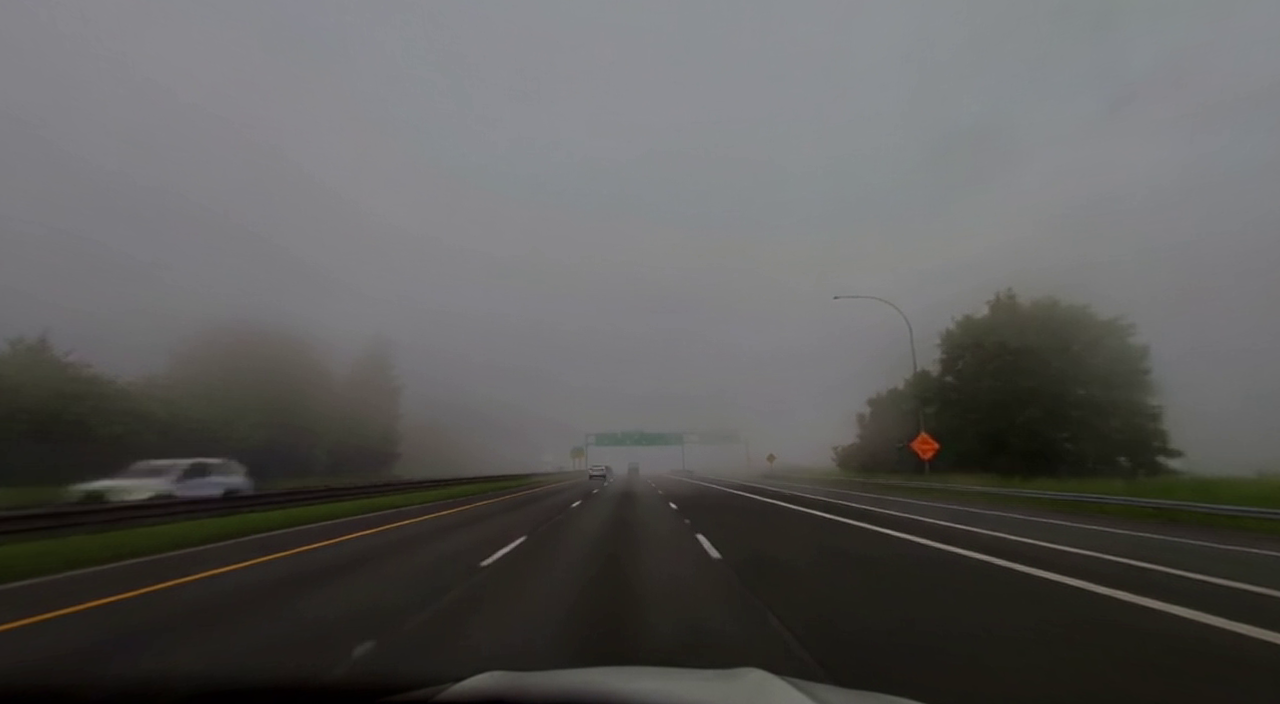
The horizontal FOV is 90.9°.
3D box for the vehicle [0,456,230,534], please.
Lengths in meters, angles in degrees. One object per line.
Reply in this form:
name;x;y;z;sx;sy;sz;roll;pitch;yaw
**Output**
vehicle;-12.118;3.295;14.932;1.864;1.517;4.275;1;-11;0
